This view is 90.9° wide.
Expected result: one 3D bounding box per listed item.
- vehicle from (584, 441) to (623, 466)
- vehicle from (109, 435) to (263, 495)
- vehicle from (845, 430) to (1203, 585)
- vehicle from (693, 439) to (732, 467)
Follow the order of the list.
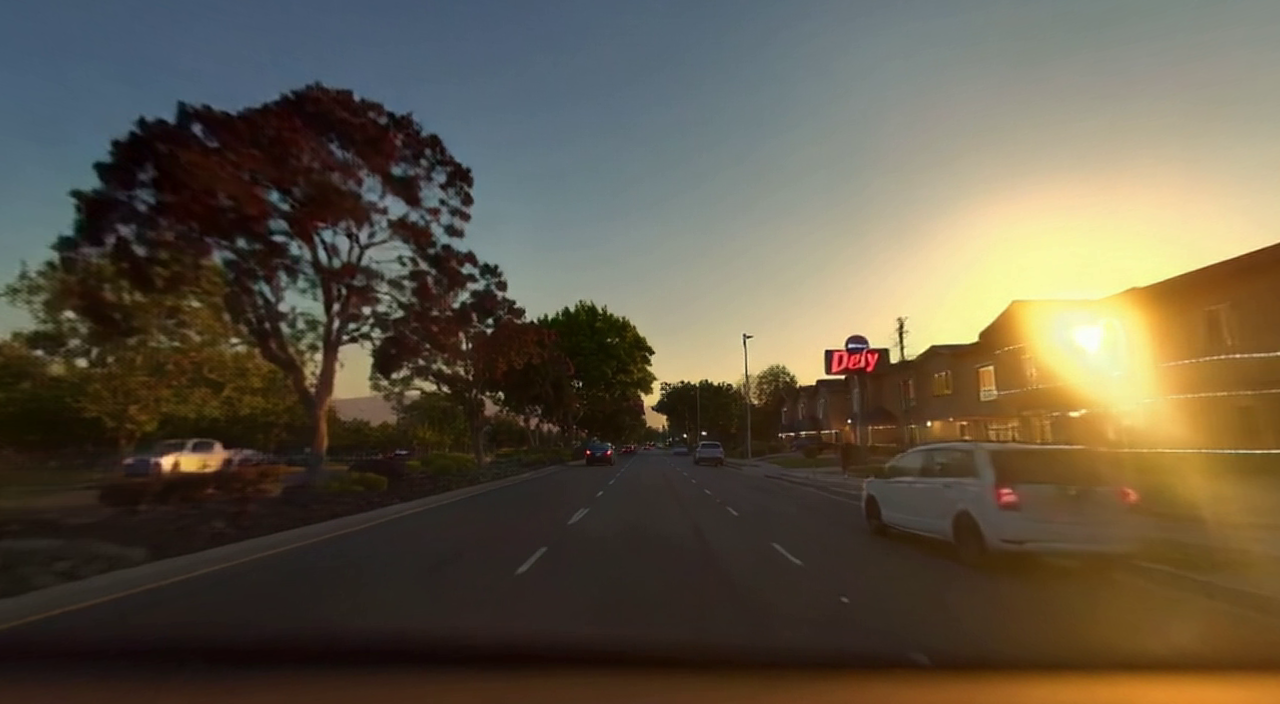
[{"bbox_3d":[-2.352,6.614,41.347,2.176,1.543,4.335,0,-8,2],"label":"vehicle"},{"bbox_3d":[-14.677,3.641,20.713,1.973,1.742,4.024,0,-8,1],"label":"vehicle"},{"bbox_3d":[4.501,1.859,8.469,2.025,1.500,4.465,0,-8,1],"label":"vehicle"},{"bbox_3d":[4.768,6.700,42.128,2.067,1.755,4.616,0,-8,1],"label":"vehicle"}]
